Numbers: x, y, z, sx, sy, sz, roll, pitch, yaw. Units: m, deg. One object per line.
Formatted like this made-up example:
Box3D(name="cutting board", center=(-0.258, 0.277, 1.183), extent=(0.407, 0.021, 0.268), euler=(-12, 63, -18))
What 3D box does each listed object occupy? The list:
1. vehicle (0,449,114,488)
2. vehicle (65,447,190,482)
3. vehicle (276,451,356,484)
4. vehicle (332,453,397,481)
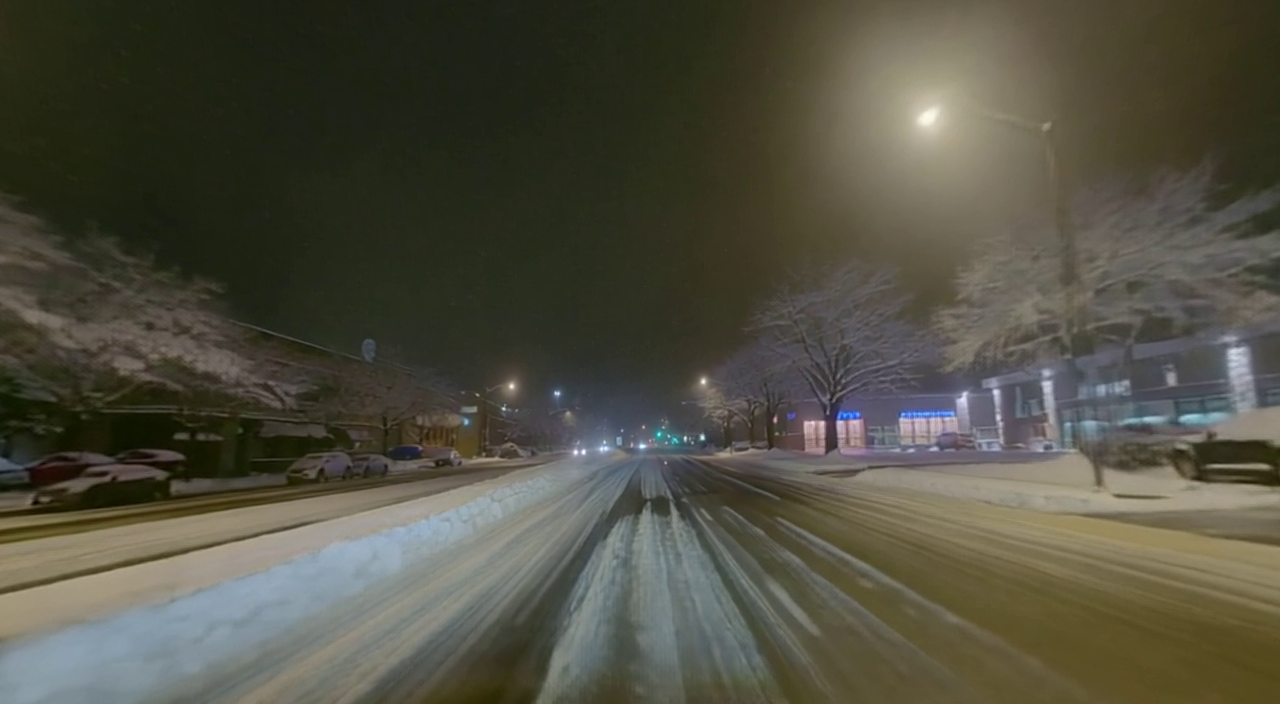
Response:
Box3D(name="vehicle", center=(-27.158, 5.219, 28.358), extent=(4.724, 1.634, 2.314), euler=(0, -8, 1))
Box3D(name="vehicle", center=(-27.000, 5.924, 33.227), extent=(4.472, 1.717, 2.392), euler=(0, -8, -2))
Box3D(name="vehicle", center=(-19.079, 6.808, 37.275), extent=(2.029, 1.785, 4.694), euler=(0, -8, 3))
Box3D(name="vehicle", center=(-18.770, 7.808, 43.009), extent=(1.959, 1.535, 5.081), euler=(0, -7, 3))
